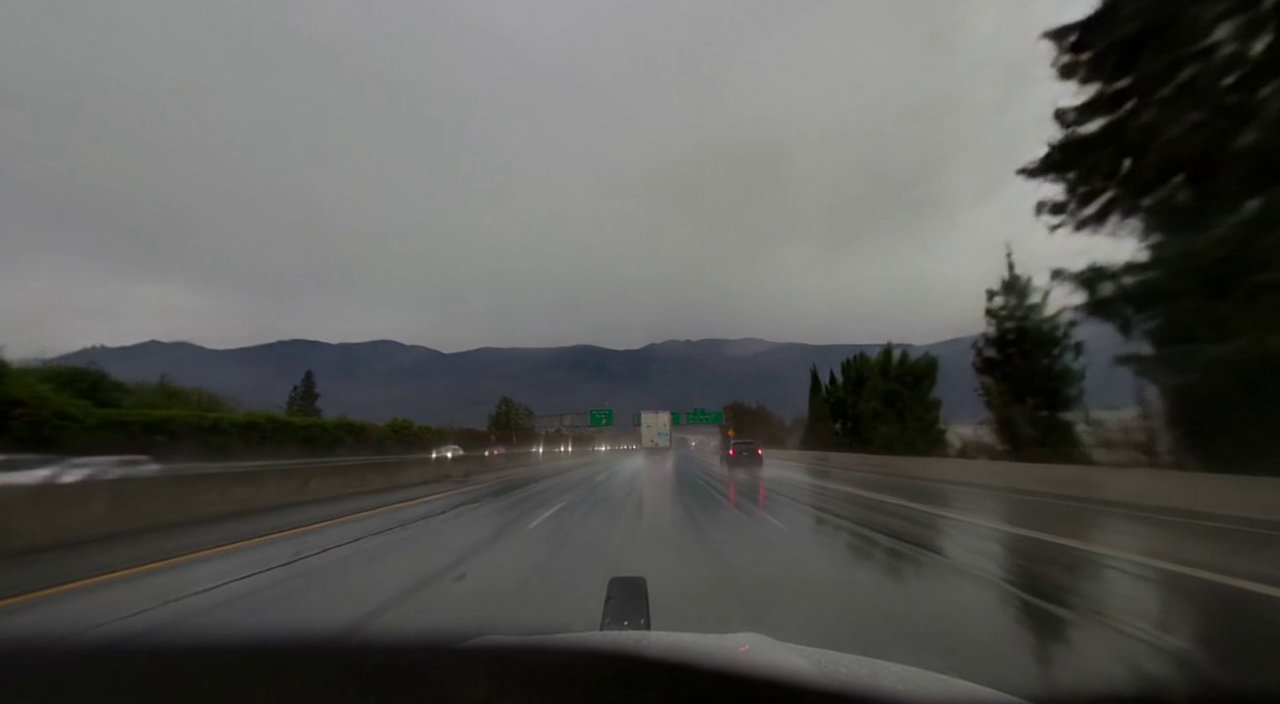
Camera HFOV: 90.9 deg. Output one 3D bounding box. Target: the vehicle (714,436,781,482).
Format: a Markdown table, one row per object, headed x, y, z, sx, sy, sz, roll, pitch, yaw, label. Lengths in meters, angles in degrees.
| x | y | z | sx | sy | sz | roll | pitch | yaw | label |
| --- | --- | --- | --- | --- | --- | --- | --- | --- | --- |
| 4.110 | 4.139 | 24.724 | 1.880 | 1.624 | 3.941 | 0 | -9 | 0 | vehicle |
